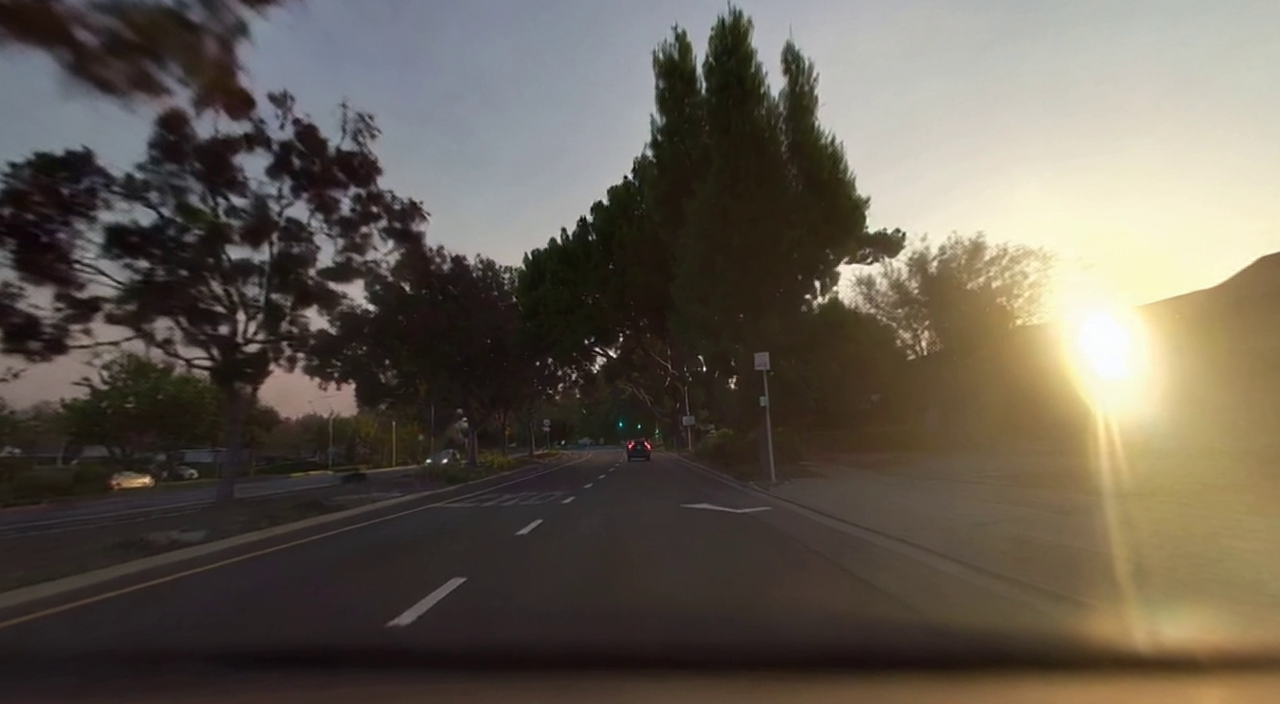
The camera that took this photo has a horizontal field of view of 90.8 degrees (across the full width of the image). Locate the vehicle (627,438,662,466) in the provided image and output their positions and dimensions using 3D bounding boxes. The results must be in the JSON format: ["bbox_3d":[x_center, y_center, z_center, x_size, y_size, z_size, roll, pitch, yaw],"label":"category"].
[{"bbox_3d":[0.235,6.228,39.469,2.045,1.613,4.210,0,-8,-1],"label":"vehicle"}]

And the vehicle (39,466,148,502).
[{"bbox_3d":[-29.766,7.169,34.633,1.949,1.702,4.593,1,-8,-3],"label":"vehicle"}]
